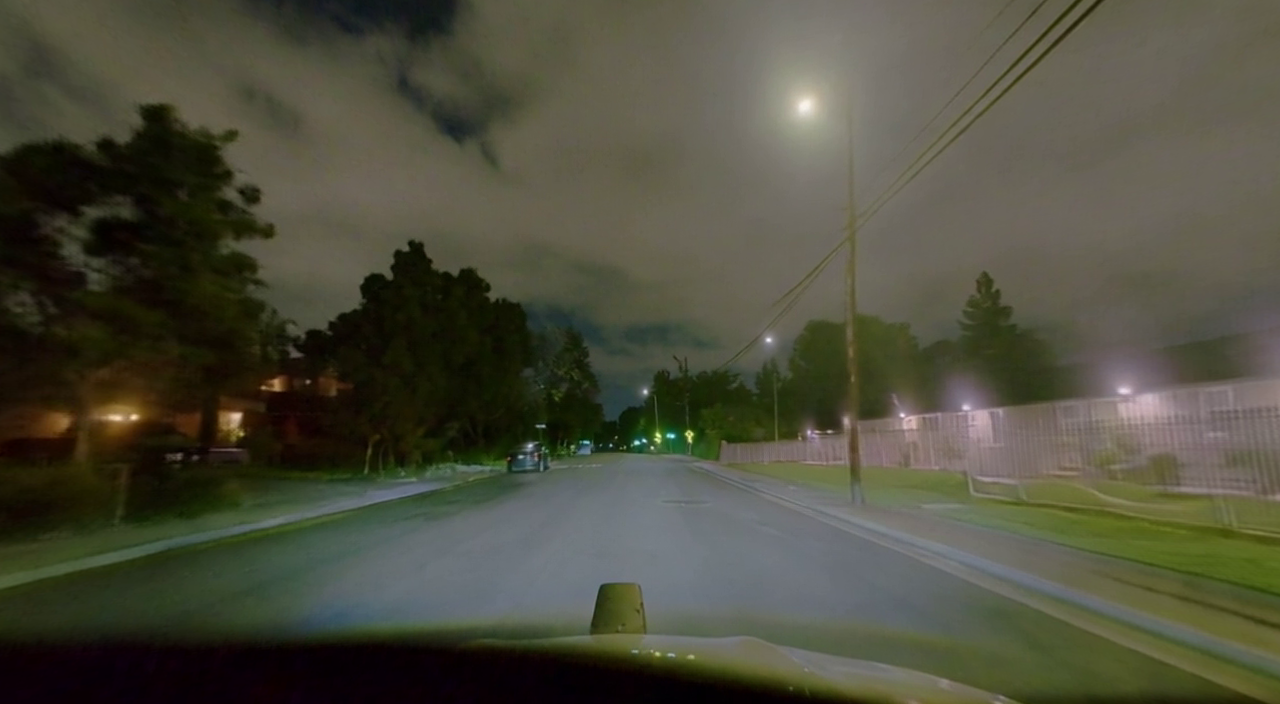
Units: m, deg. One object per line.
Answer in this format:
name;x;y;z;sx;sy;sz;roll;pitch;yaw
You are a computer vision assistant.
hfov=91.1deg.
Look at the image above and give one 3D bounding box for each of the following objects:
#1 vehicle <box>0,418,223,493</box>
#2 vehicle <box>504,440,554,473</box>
vehicle;-14.490;2.754;16.844;4.928;1.844;2.163;1;-9;-4
vehicle;-6.147;5.812;35.186;1.998;1.742;4.210;0;-9;1
